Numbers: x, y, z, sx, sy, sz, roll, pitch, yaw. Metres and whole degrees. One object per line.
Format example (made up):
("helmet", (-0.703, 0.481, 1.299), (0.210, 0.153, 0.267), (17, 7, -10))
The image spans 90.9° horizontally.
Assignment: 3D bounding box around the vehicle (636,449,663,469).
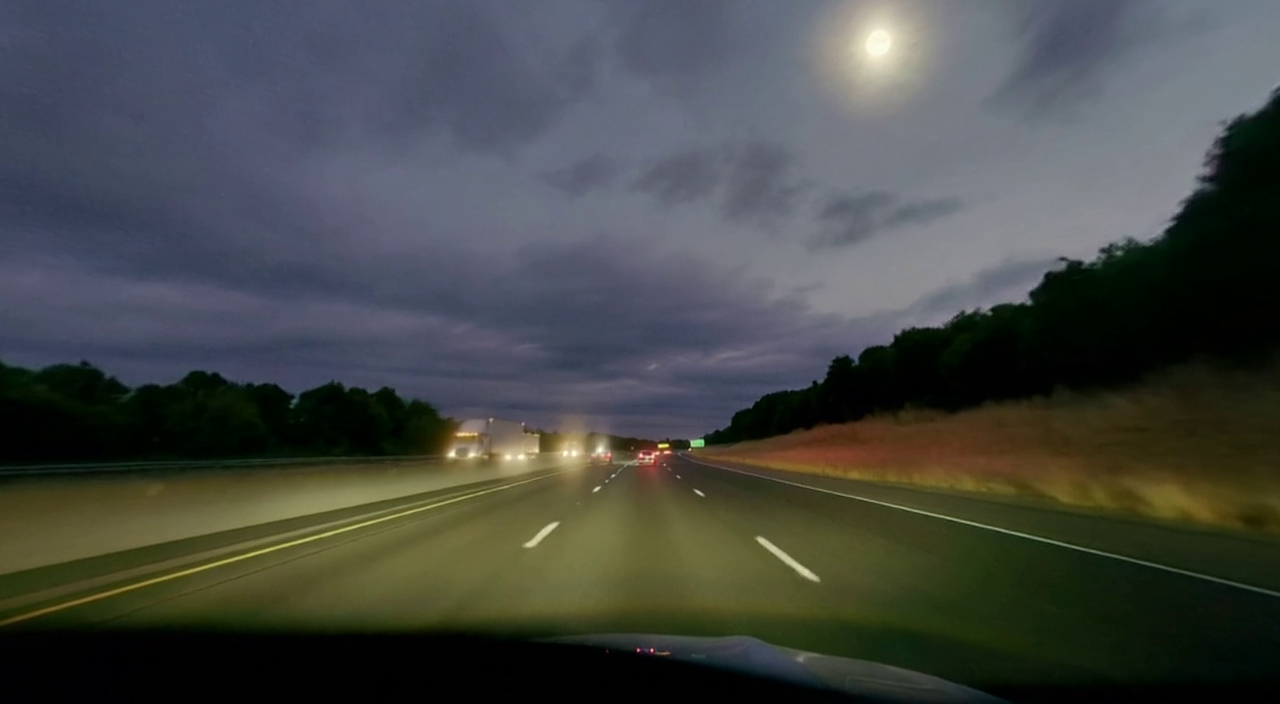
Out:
("vehicle", (0.743, 8.427, 49.750), (2.036, 1.519, 4.225), (0, -9, 1))
